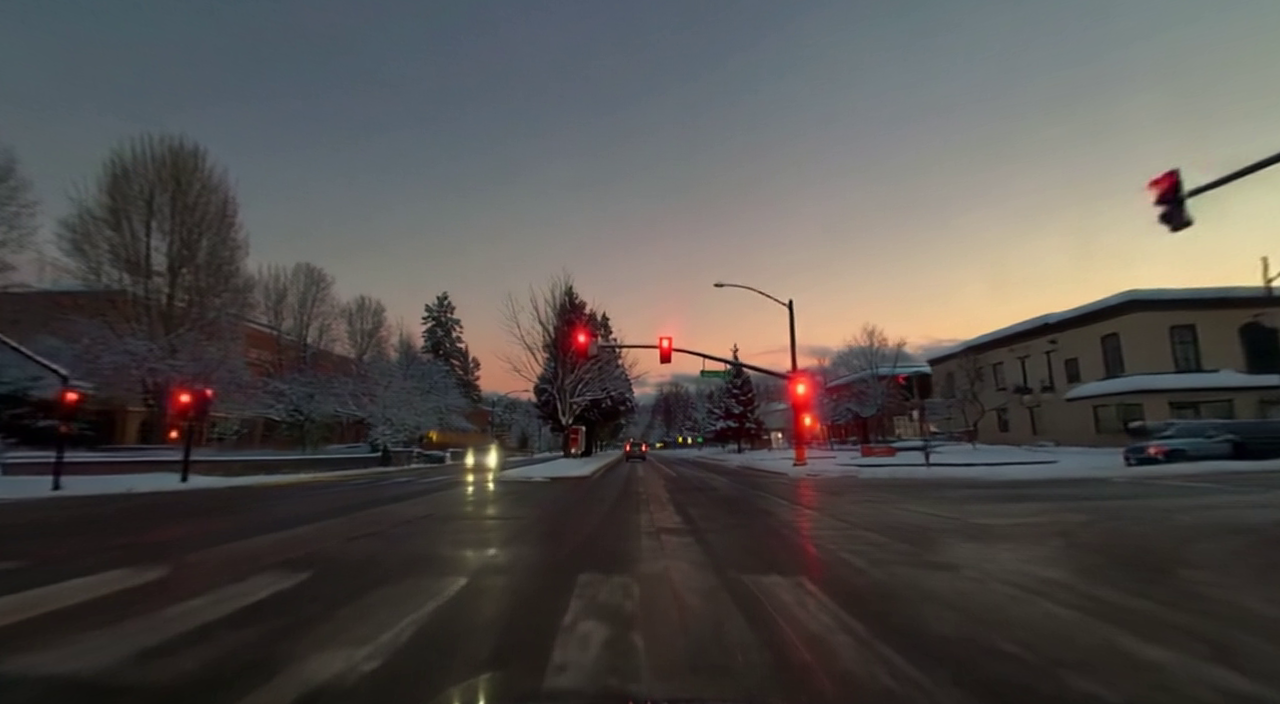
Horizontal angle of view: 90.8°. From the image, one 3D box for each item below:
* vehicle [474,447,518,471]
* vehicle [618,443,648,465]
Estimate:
[{"bbox_3d":[-9.052,6.732,40.010,1.777,1.438,4.190,0,-8,0],"label":"vehicle"},{"bbox_3d":[-0.525,7.180,44.632,2.045,1.510,3.690,0,-8,-1],"label":"vehicle"}]
